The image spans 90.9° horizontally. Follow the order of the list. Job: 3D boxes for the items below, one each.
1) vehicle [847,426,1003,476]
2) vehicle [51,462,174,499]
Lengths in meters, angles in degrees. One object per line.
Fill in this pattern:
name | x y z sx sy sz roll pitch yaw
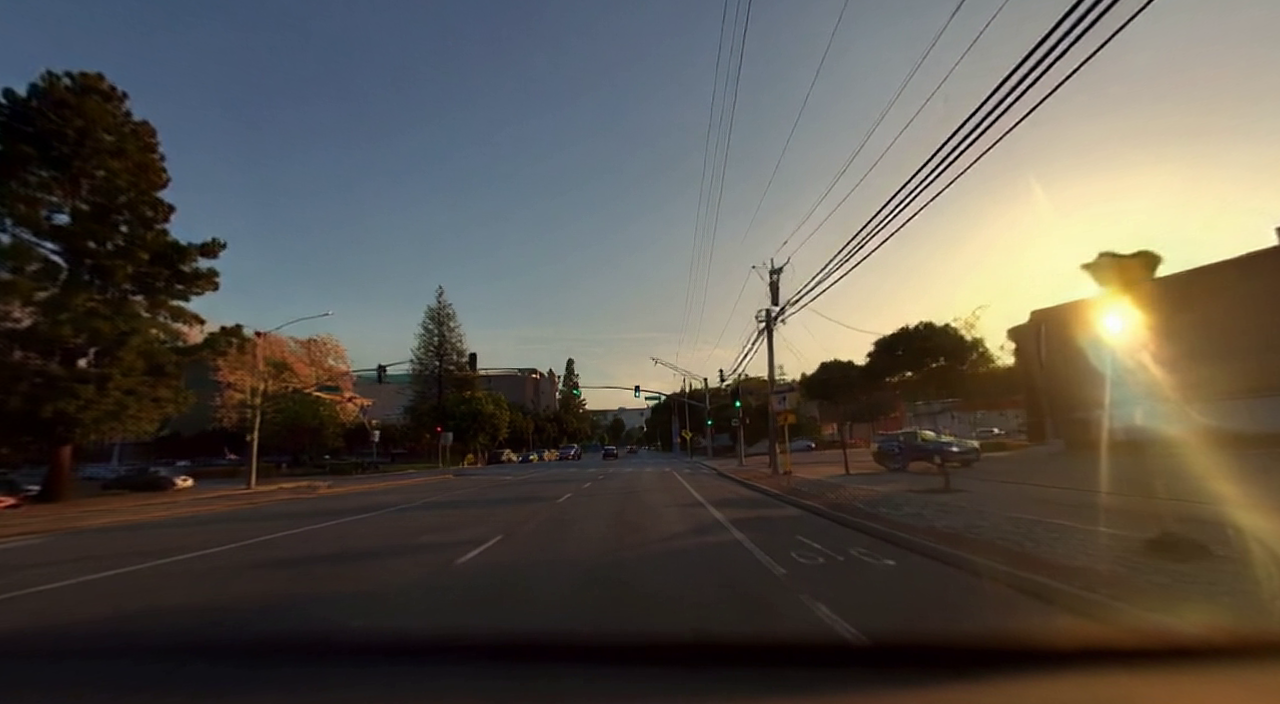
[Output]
vehicle | 10.541 3.695 23.596 4.765 1.738 2.101 0 -8 -2
vehicle | -26.825 6.533 32.171 4.451 1.724 1.988 0 -8 0
